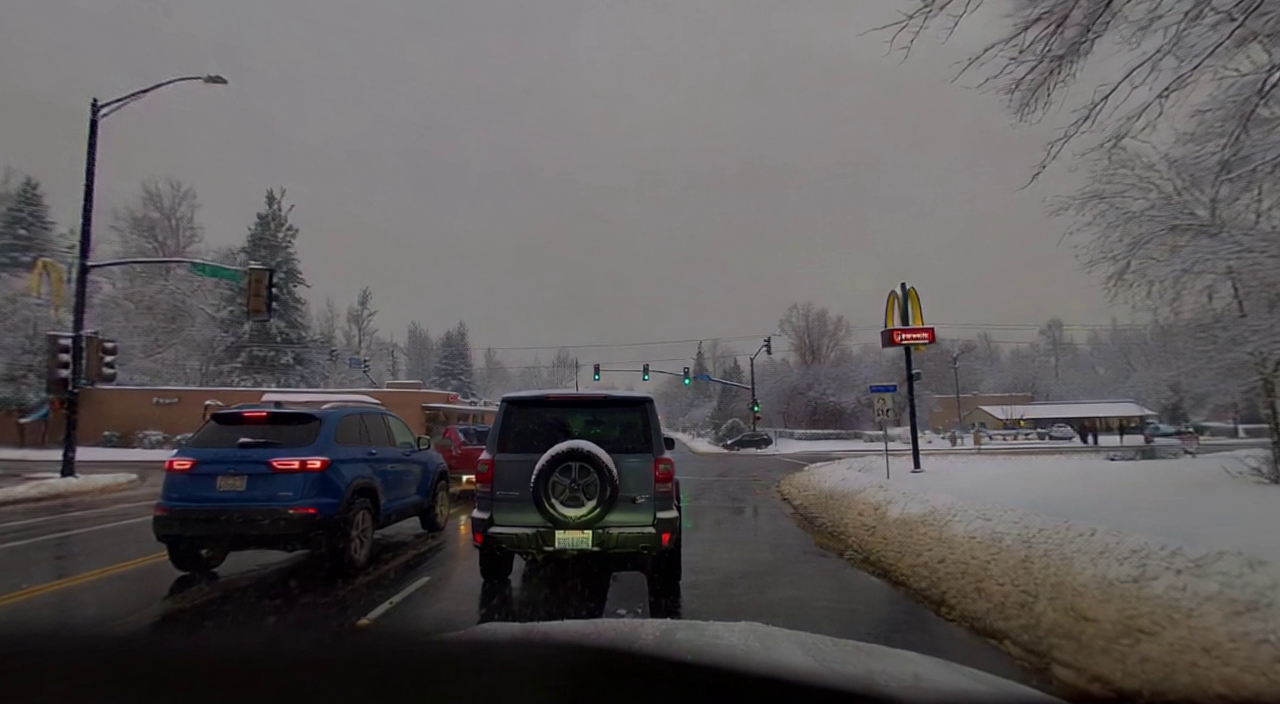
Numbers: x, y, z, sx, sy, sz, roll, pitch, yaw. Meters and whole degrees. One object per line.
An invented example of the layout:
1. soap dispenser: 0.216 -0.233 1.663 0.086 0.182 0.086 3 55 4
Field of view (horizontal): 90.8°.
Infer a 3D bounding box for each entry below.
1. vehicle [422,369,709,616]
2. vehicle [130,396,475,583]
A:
1. vehicle: -0.617 1.437 7.348 2.224 1.923 4.643 0 -8 -1
2. vehicle: -3.909 1.680 8.511 2.130 1.819 4.497 0 -8 0
